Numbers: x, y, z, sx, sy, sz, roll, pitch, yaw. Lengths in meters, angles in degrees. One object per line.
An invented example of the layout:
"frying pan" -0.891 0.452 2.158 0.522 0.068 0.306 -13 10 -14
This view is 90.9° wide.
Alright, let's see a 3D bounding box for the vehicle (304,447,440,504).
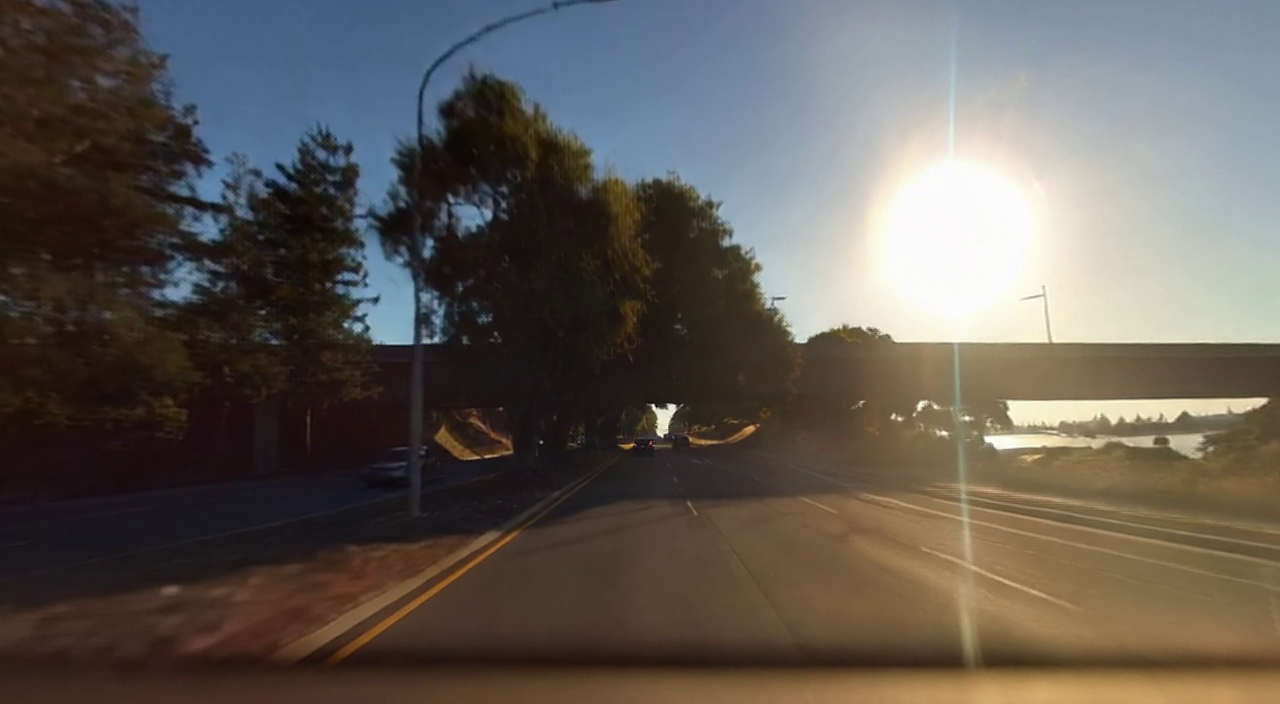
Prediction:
"vehicle" -7.894 3.681 19.222 1.986 1.475 4.990 -1 -9 0
